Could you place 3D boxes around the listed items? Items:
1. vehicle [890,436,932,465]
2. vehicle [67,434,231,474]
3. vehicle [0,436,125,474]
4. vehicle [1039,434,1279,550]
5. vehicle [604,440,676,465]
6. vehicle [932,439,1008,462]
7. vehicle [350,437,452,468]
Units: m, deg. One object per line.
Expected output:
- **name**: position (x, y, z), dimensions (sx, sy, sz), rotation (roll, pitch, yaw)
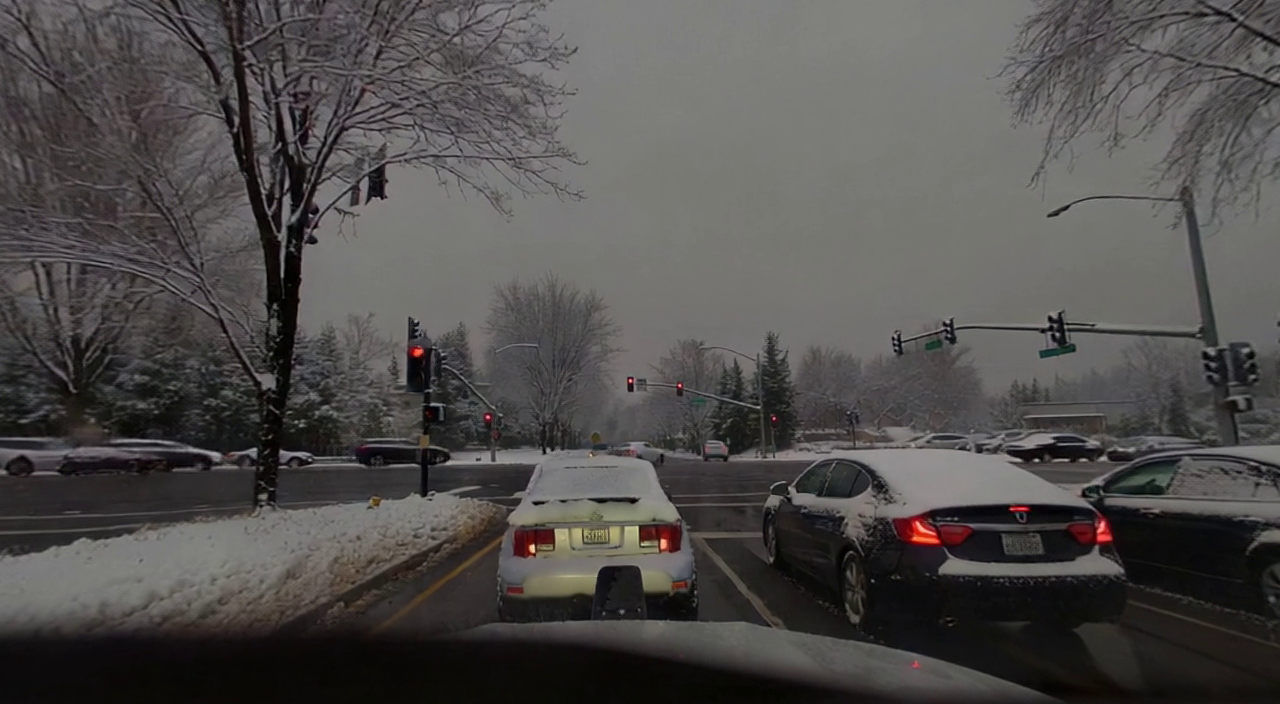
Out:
- **vehicle**: position (15.549, 5.629, 36.295), dimensions (2.001, 1.561, 4.481), rotation (-4, -9, 23)
- **vehicle**: position (-19.357, 4.046, 25.201), dimensions (4.671, 1.465, 1.934), rotation (3, -9, -18)
- **vehicle**: position (-24.854, 4.274, 26.360), dimensions (4.709, 1.514, 1.985), rotation (3, -9, -16)
- **vehicle**: position (9.290, 2.239, 10.701), dimensions (1.993, 1.505, 4.721), rotation (3, -9, 0)
- **vehicle**: position (0.060, 6.270, 39.620), dimensions (1.935, 1.476, 4.849), rotation (-6, -11, 37)
- **vehicle**: position (22.486, 6.692, 43.056), dimensions (4.533, 1.471, 1.772), rotation (2, -9, -15)
- **vehicle**: position (-12.421, 5.225, 32.906), dimensions (4.580, 1.472, 1.891), rotation (6, -10, -35)
